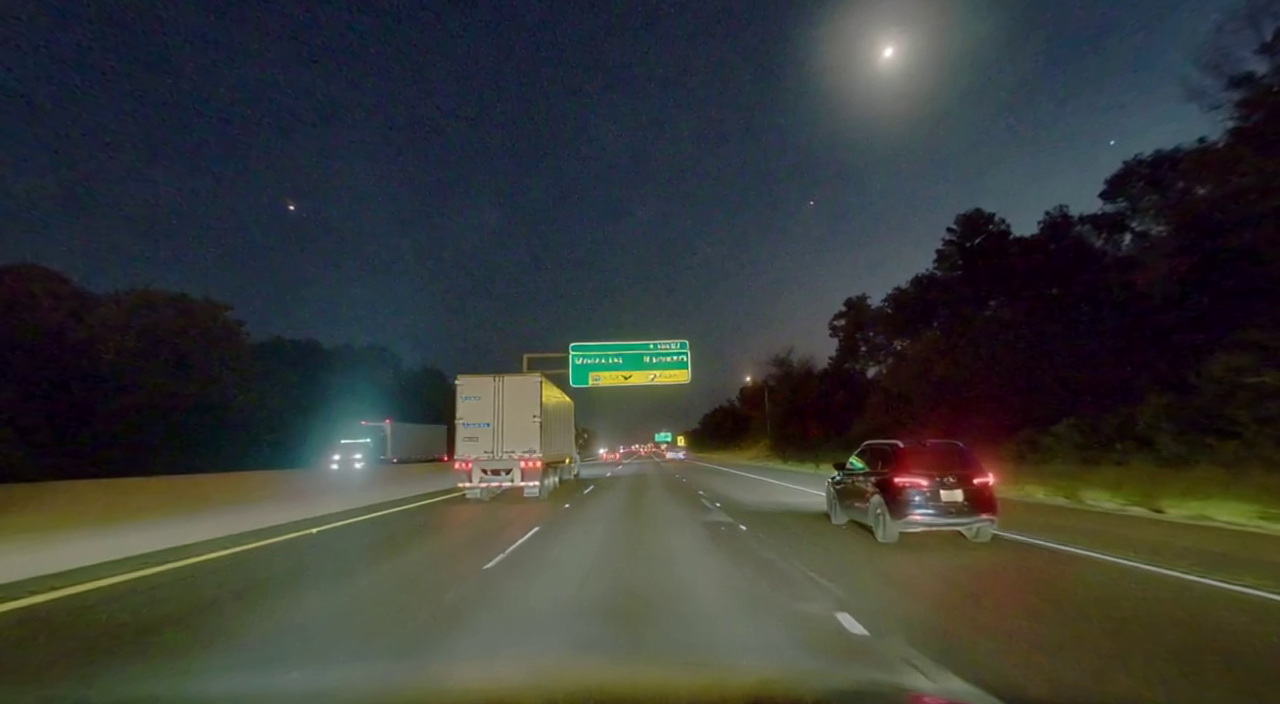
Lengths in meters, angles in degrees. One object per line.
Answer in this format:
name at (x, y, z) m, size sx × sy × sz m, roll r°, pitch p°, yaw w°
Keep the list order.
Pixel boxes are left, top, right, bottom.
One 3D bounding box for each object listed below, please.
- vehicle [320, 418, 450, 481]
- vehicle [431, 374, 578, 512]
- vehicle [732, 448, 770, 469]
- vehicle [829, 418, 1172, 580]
vehicle at (-19.024, 7.588, 49.071) m, size 3.205 × 4.080 × 16.329 m, roll 0°, pitch -9°, yaw 1°
vehicle at (-3.483, 2.632, 18.119) m, size 2.667 × 3.195 × 6.731 m, roll 0°, pitch -9°, yaw 0°
vehicle at (7.983, 7.681, 45.587) m, size 1.876 × 1.475 × 4.185 m, roll 0°, pitch -9°, yaw -1°
vehicle at (4.106, 1.741, 8.170) m, size 1.983 × 1.545 × 4.038 m, roll 0°, pitch -9°, yaw -1°
